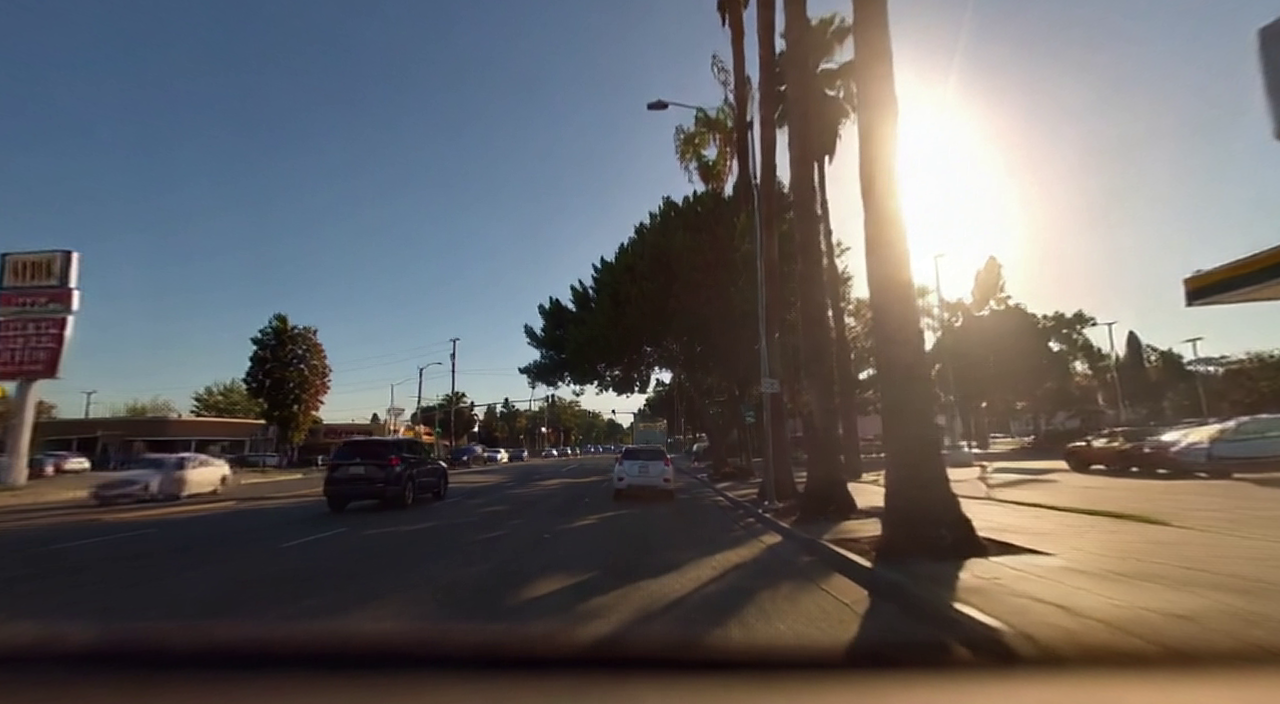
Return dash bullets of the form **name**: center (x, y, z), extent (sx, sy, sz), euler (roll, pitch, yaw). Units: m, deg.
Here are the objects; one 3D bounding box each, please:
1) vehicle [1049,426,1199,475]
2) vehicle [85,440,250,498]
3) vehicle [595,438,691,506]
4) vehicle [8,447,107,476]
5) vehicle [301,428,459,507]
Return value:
- **vehicle**: center (16.709, 3.461, 22.029), extent (1.902, 1.502, 4.395), euler (0, -9, 3)
- **vehicle**: center (-16.427, 4.084, 22.250), extent (2.136, 1.786, 4.798), euler (1, -9, -2)
- **vehicle**: center (0.070, 3.025, 16.263), extent (2.145, 1.483, 4.453), euler (0, -9, 0)
- **vehicle**: center (-35.550, 6.688, 38.492), extent (1.888, 1.650, 4.369), euler (1, -9, -3)
- **vehicle**: center (-6.308, 2.861, 15.902), extent (2.057, 1.705, 4.394), euler (0, -9, 1)
